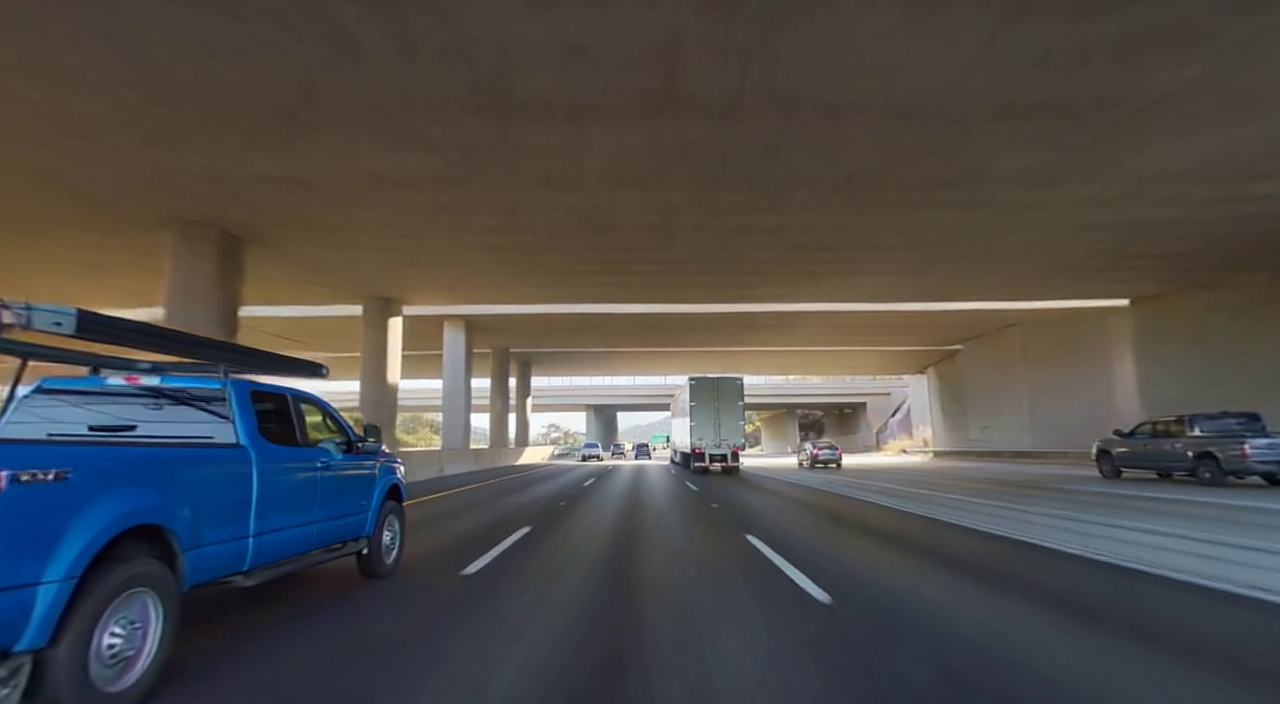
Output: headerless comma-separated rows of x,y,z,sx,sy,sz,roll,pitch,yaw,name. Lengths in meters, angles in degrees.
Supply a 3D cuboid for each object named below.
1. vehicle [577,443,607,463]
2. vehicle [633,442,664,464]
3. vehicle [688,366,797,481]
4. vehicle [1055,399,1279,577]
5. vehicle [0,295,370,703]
-3.660,7.801,48.878,2.077,1.446,4.106,0,-9,0,vehicle
0.616,7.241,45.358,2.092,1.446,4.092,0,-8,0,vehicle
4.095,3.461,28.701,2.885,4.036,12.891,0,-8,1,vehicle
7.174,1.440,6.965,1.999,1.700,4.640,0,-8,0,vehicle
-4.361,0.888,3.819,2.599,2.054,6.288,0,-9,1,vehicle
